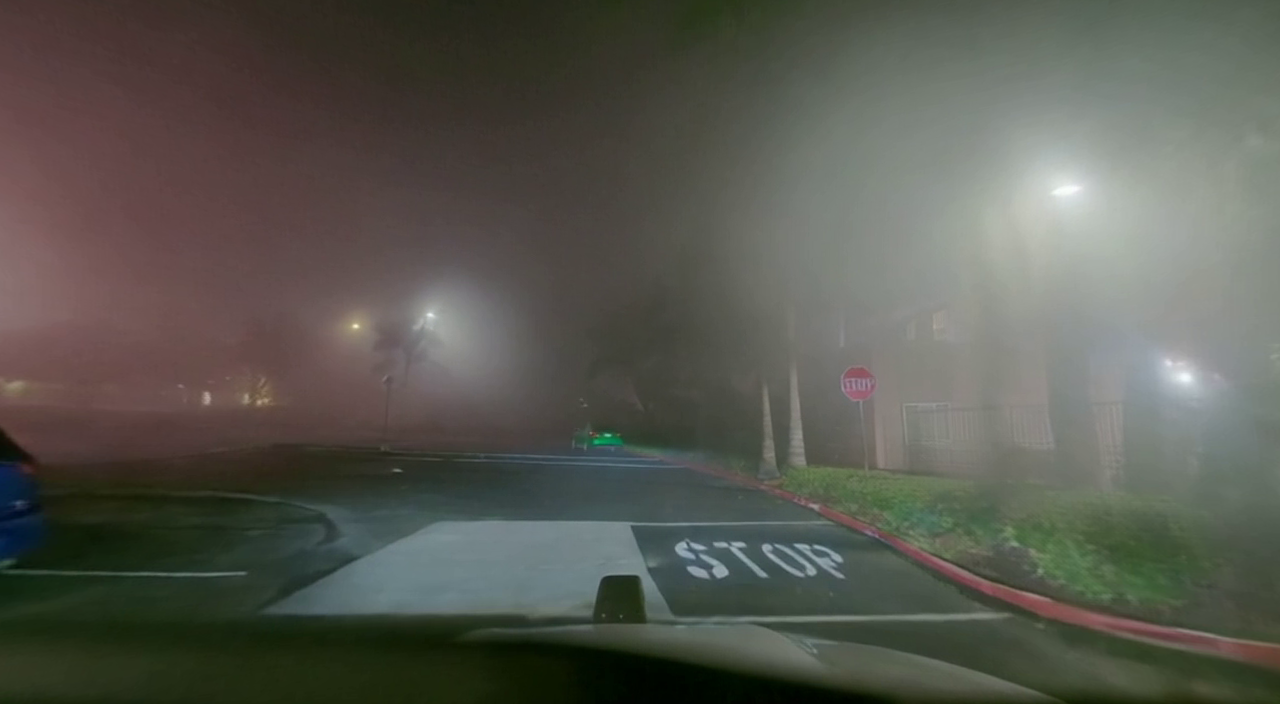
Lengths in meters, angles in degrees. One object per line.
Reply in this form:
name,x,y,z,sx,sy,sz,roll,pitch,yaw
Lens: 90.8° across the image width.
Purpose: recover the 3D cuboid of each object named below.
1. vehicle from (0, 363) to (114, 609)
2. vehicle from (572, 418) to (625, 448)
vehicle,-6.661,0.922,4.385,4.615,1.642,1.978,-2,-8,10
vehicle,-2.580,4.953,38.237,2.071,1.700,4.367,3,-9,-19
